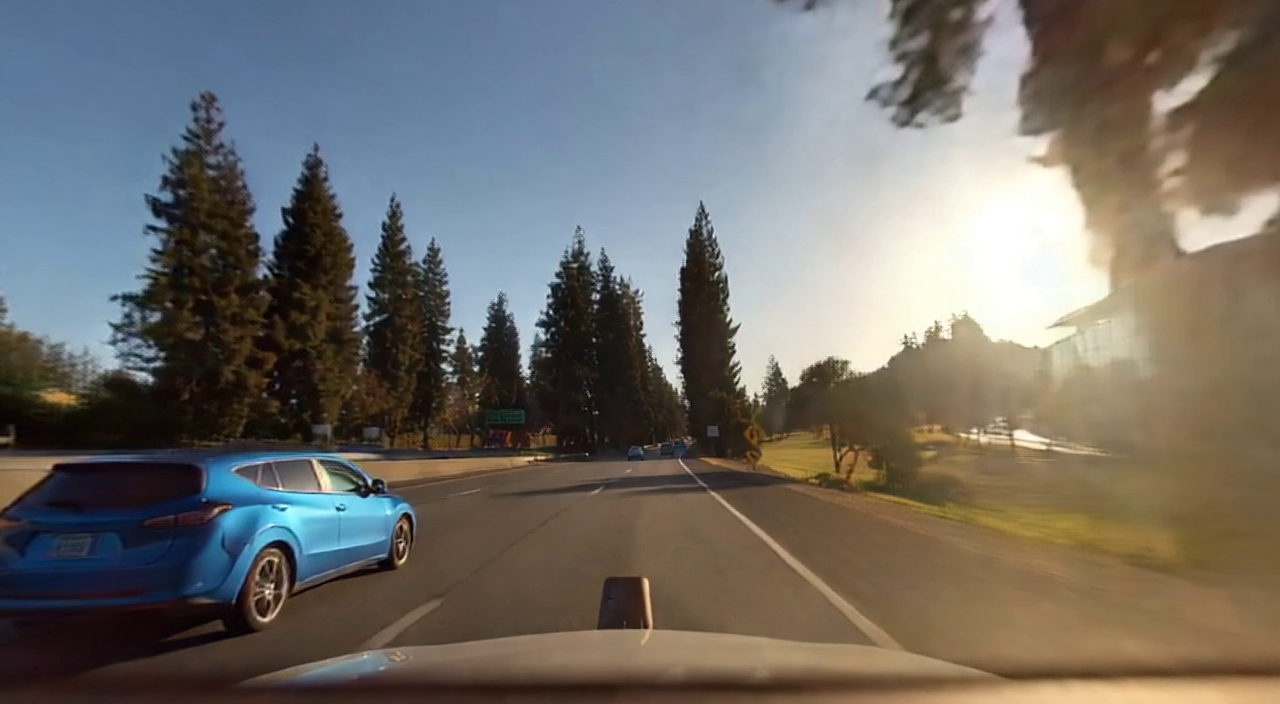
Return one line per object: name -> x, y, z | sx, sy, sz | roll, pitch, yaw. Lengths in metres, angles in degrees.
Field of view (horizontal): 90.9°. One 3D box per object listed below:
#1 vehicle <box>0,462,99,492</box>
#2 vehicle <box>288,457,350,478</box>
vehicle -> -34.691, 7.249, 36.831 | 1.852, 1.443, 4.431 | -2, -8, 8
vehicle -> -24.993, 8.968, 49.297 | 1.964, 1.444, 4.565 | -2, -8, 8
